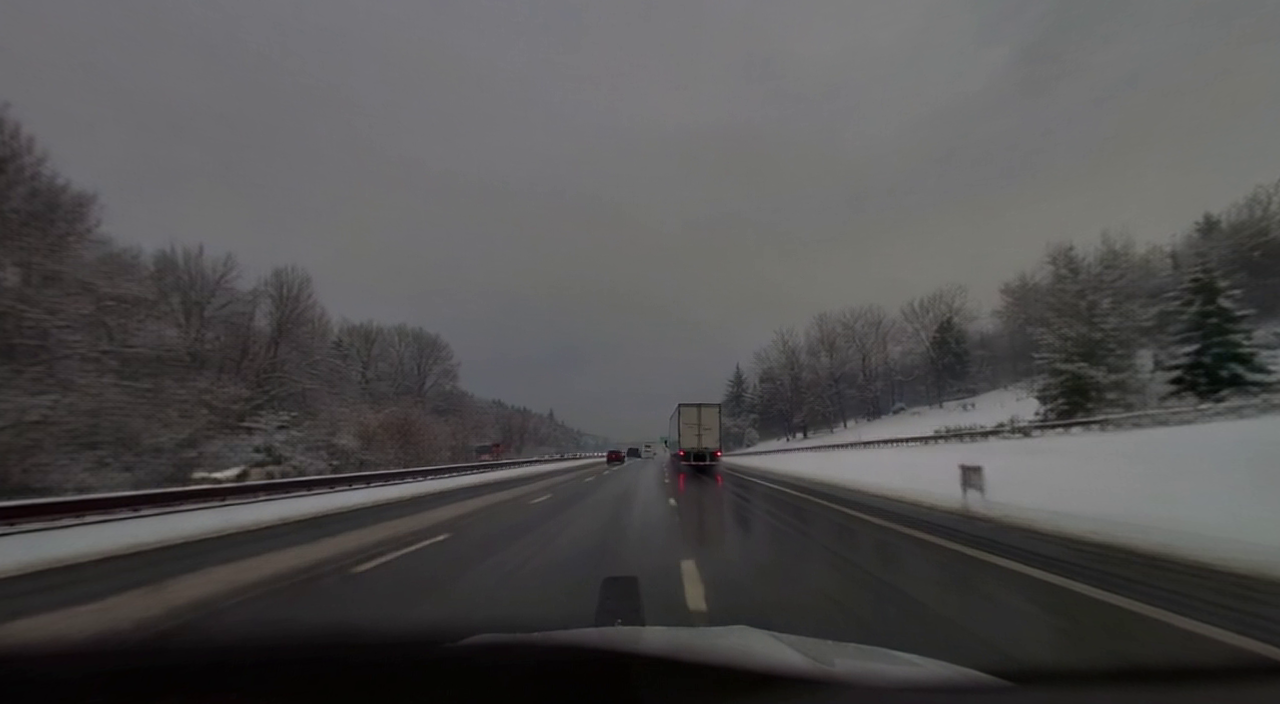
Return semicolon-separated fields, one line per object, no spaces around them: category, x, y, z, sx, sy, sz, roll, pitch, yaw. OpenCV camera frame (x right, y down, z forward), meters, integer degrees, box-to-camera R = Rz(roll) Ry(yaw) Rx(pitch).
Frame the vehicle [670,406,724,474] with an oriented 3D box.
vehicle;3.720;6.359;44.651;2.901;4.032;14.338;0;-9;2

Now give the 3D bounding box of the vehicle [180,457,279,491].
vehicle;-19.650;5.817;30.424;1.802;1.455;4.193;0;-9;2
